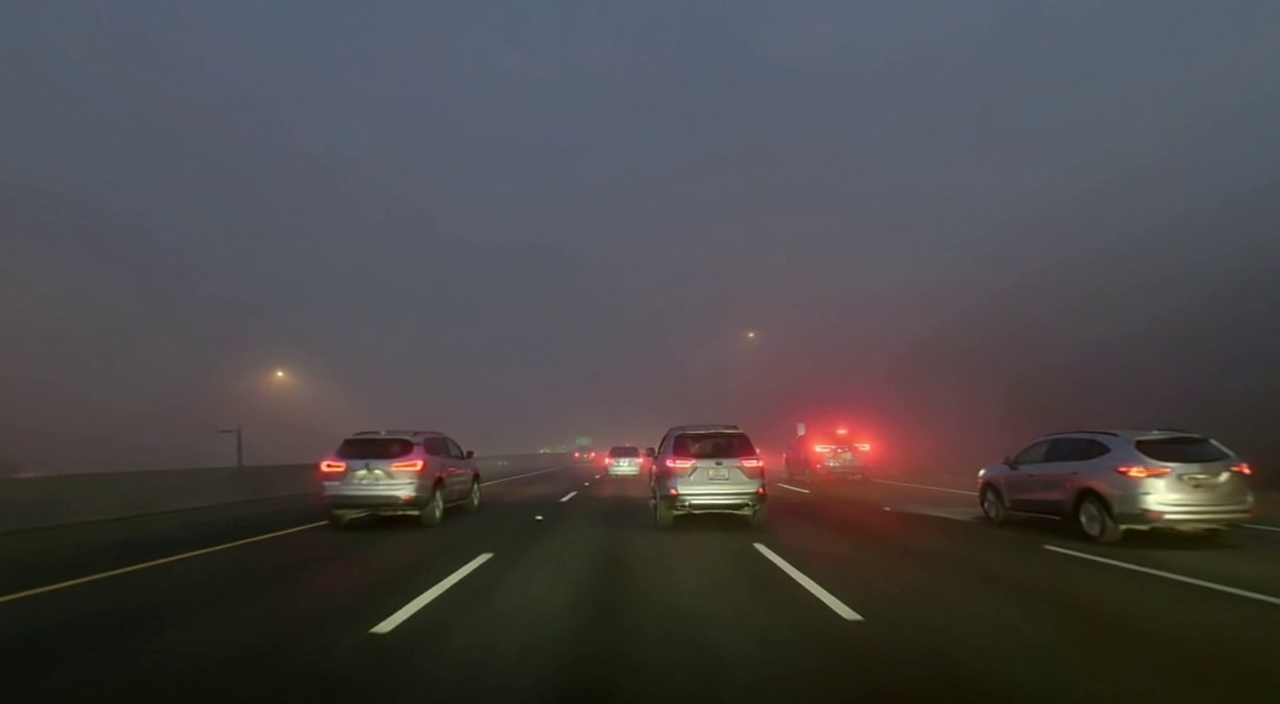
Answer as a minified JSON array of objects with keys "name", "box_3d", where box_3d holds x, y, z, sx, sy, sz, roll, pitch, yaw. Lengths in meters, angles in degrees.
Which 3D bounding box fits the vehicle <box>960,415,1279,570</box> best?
[{"name":"vehicle","box_3d":[6.804,1.851,9.049,1.972,1.647,4.429,0,-9,-2]}]

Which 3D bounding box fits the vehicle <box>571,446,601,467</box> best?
[{"name":"vehicle","box_3d":[-4.195,8.189,49.576,1.889,1.600,4.043,0,-9,1]}]

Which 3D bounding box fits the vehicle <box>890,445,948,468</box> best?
[{"name":"vehicle","box_3d":[20.008,7.502,45.361,1.932,1.492,4.549,1,-9,-3]}]

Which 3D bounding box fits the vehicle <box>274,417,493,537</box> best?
[{"name":"vehicle","box_3d":[-4.319,2.199,11.635,2.047,1.755,4.638,0,-9,0]}]

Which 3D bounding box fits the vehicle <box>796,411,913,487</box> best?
[{"name":"vehicle","box_3d":[7.809,3.643,23.729,2.390,2.503,5.788,0,-9,1]}]

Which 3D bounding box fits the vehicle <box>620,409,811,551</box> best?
[{"name":"vehicle","box_3d":[0.893,1.909,9.930,2.230,1.740,3.976,1,-9,-4]}]
